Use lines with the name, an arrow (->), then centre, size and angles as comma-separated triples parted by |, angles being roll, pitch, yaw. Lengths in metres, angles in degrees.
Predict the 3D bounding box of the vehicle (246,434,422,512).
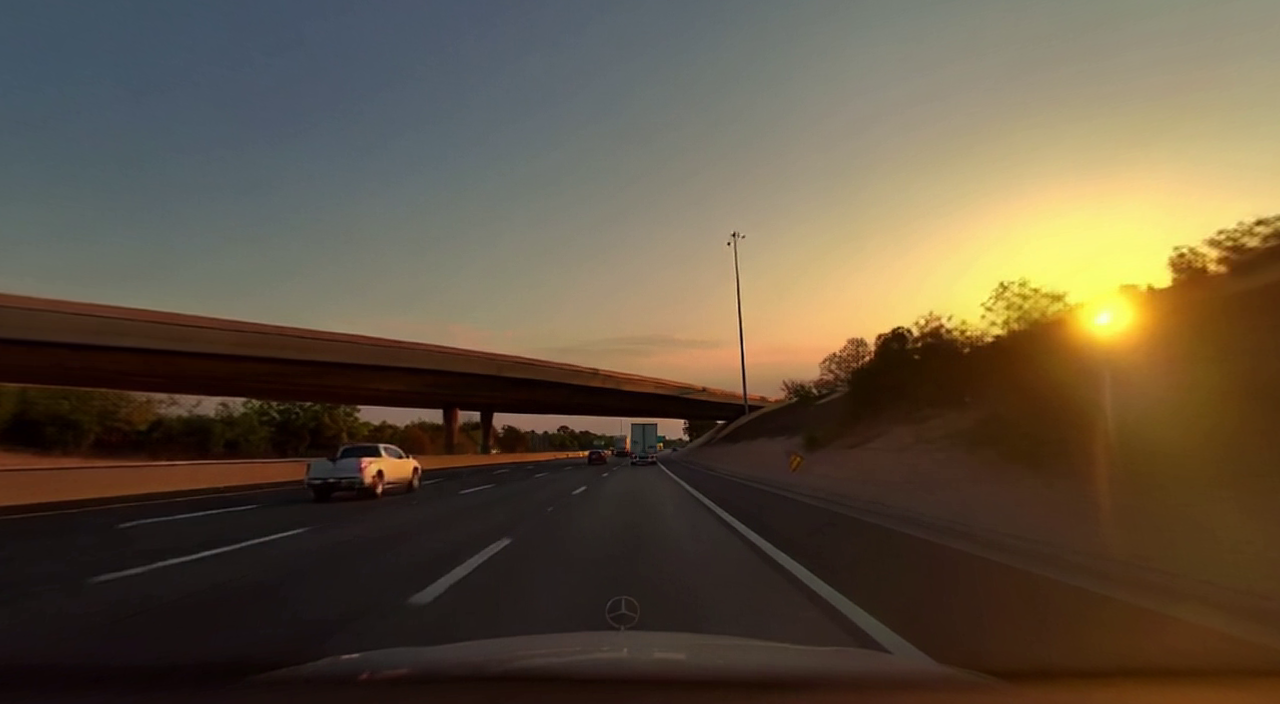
vehicle -> -7.576, 3.039, 16.306 | 2.067, 1.676, 4.789 | 0, -9, 1
